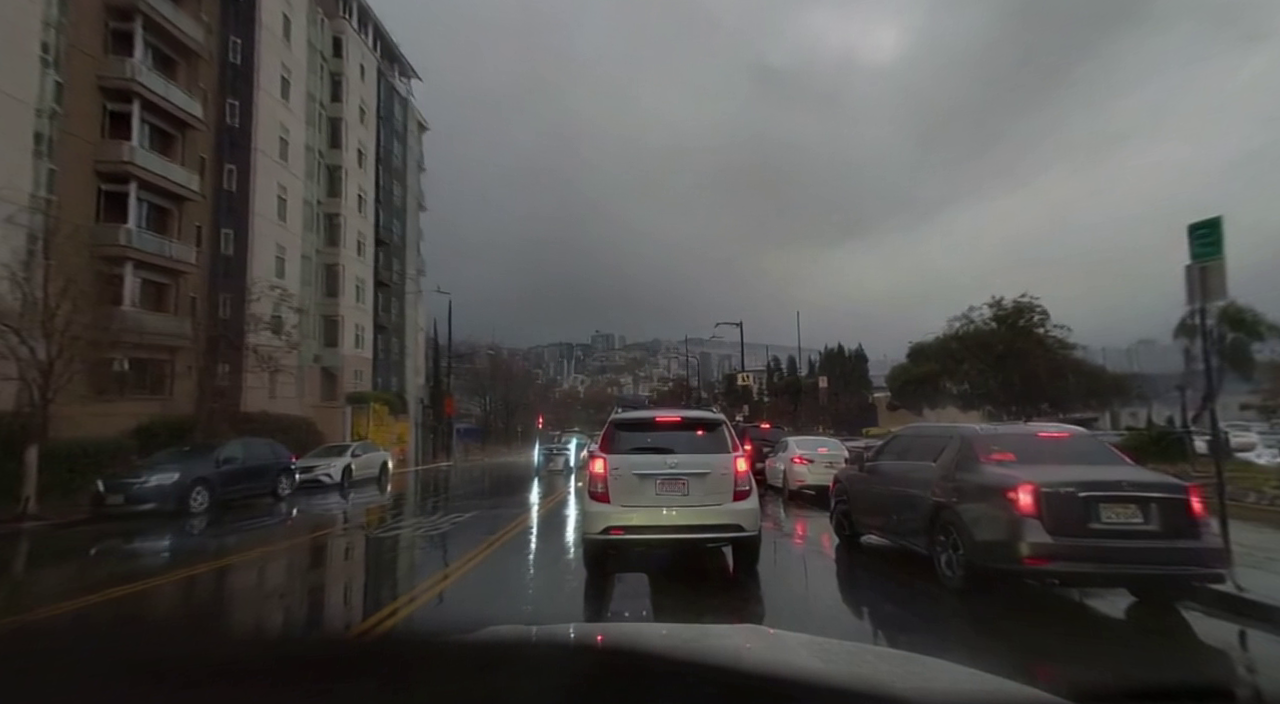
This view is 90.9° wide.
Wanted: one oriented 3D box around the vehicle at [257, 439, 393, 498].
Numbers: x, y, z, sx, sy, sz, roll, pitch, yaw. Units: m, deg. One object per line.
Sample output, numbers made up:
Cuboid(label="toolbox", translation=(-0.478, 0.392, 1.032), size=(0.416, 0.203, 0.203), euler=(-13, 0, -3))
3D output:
Cuboid(label="vehicle", translation=(-9.377, 3.471, 19.230), size=(1.955, 1.555, 4.424), euler=(0, -8, -2))

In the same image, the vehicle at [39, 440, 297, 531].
Cuboid(label="vehicle", translation=(-9.440, 2.655, 13.209), size=(2.002, 1.546, 4.339), euler=(0, -8, 1))

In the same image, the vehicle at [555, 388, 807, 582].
Cuboid(label="vehicle", translation=(0.387, 1.501, 7.803), size=(2.261, 1.740, 4.065), euler=(0, -8, 1))

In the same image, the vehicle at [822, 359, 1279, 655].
Cuboid(label="vehicle", translation=(3.585, 1.284, 6.264), size=(2.158, 1.828, 4.573), euler=(0, -8, 0))

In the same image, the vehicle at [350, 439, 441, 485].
Cuboid(label="vehicle", translation=(-9.225, 4.156, 24.201), size=(1.900, 1.577, 4.172), euler=(0, -8, -2))
